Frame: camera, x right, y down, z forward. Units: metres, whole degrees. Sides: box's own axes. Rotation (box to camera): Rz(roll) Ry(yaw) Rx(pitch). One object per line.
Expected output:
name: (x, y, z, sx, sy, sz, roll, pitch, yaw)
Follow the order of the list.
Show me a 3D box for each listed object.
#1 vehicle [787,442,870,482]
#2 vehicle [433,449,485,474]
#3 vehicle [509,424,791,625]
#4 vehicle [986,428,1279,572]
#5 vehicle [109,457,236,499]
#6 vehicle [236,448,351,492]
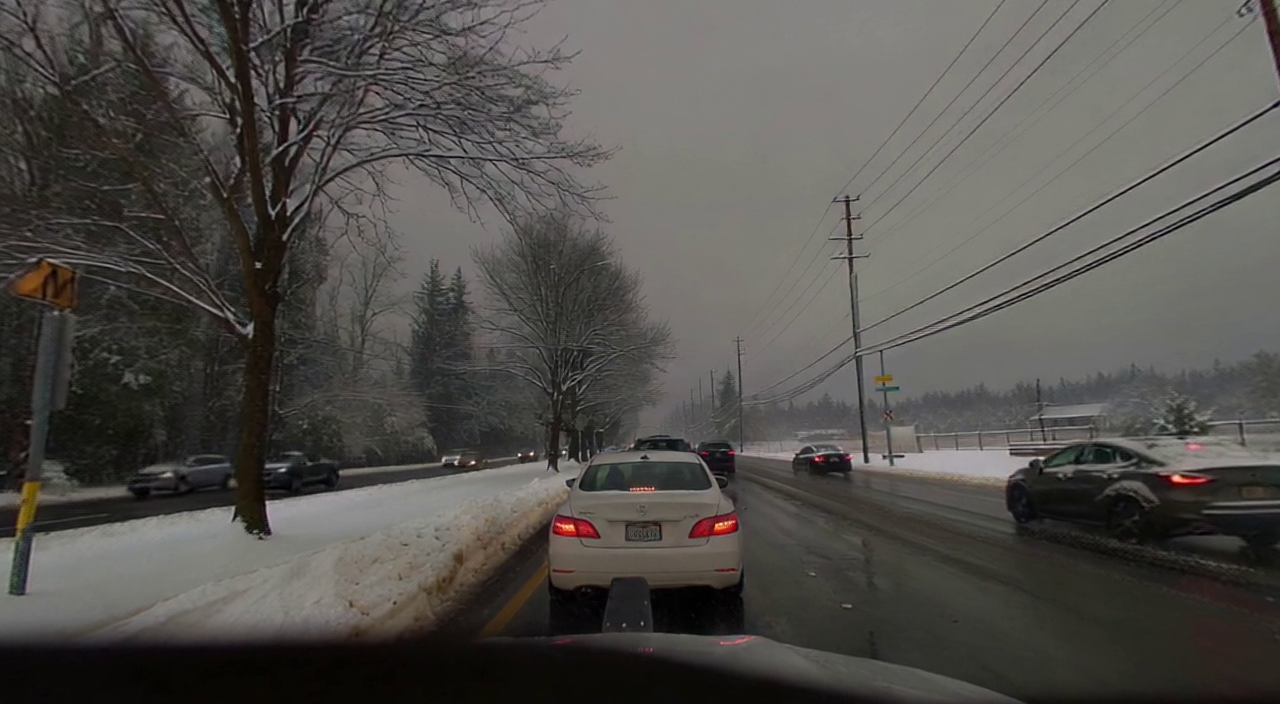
vehicle: (7.460, 4.369, 25.441, 1.899, 1.458, 4.499, 0, -8, 0)
vehicle: (-11.824, 7.152, 41.522, 1.988, 1.486, 4.586, 0, -8, 1)
vehicle: (0.071, 1.586, 6.762, 2.108, 1.479, 3.935, 0, -8, 0)
vehicle: (7.023, 1.861, 8.823, 1.850, 1.480, 4.474, 0, -8, 1)
vehicle: (-19.244, 5.172, 26.282, 1.853, 1.489, 4.449, 0, -8, 0)
vehicle: (-14.986, 5.104, 27.685, 2.291, 1.682, 4.835, 0, -8, 0)
